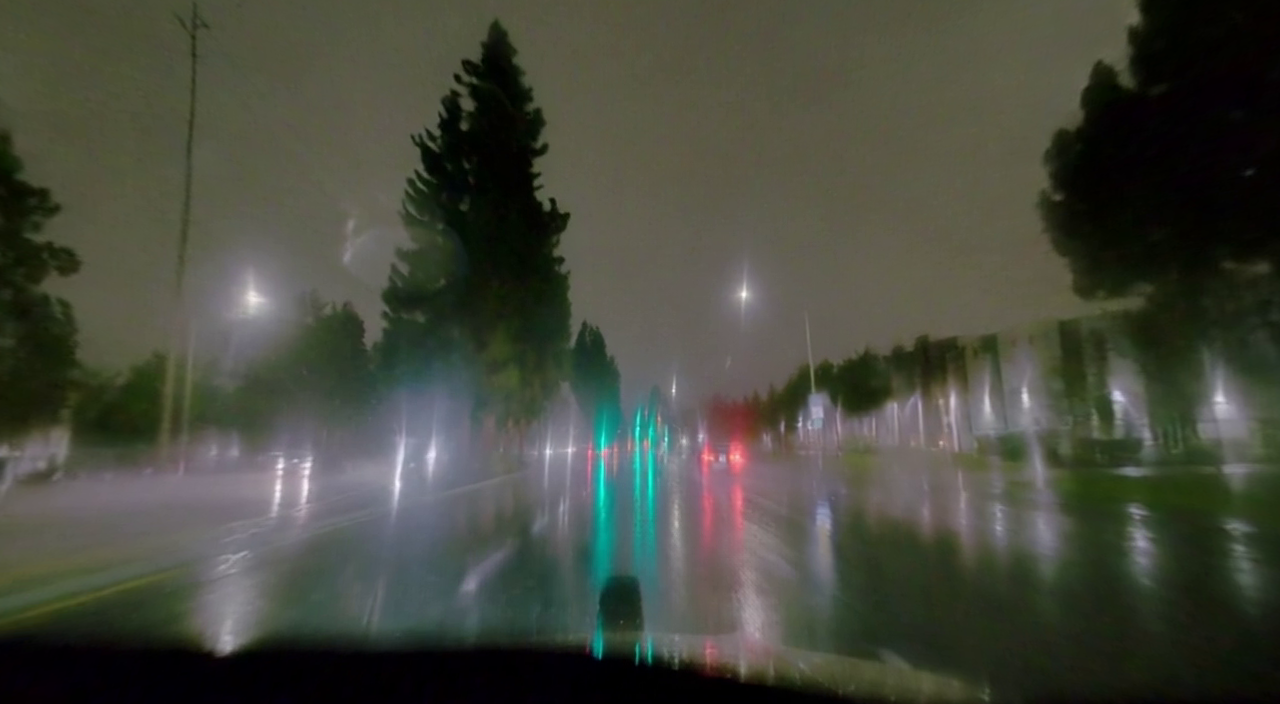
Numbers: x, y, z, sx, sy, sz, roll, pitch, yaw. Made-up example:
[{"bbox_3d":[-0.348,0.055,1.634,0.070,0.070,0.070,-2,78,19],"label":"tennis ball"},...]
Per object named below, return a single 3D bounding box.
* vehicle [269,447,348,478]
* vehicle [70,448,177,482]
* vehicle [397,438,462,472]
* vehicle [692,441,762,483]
[{"bbox_3d":[-17.455,5.821,33.466,1.897,1.507,4.132,0,-9,0],"label":"vehicle"},{"bbox_3d":[-30.396,6.624,37.284,4.409,1.912,2.090,0,-9,0],"label":"vehicle"},{"bbox_3d":[-11.370,5.592,34.406,2.027,1.716,4.357,0,-9,0],"label":"vehicle"},{"bbox_3d":[3.182,4.120,23.974,1.966,1.449,4.290,0,-9,-1],"label":"vehicle"}]
